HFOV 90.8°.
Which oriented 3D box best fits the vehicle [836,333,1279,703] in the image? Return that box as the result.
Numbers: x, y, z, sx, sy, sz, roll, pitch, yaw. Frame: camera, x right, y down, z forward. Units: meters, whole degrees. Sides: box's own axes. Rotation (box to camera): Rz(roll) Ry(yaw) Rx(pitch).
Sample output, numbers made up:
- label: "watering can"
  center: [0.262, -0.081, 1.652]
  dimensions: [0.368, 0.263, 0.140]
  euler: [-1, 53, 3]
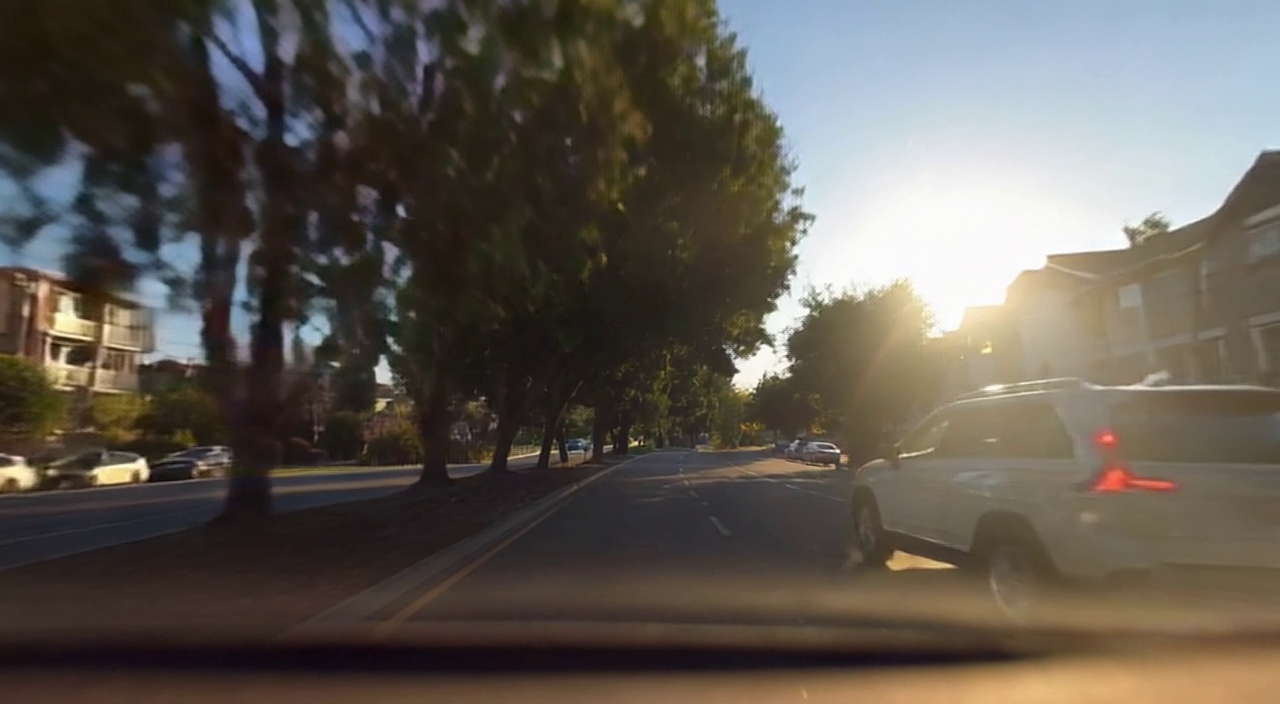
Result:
- label: "vehicle"
  center: [3.489, 1.146, 5.166]
  dimensions: [2.215, 1.812, 4.569]
  euler: [0, -8, -1]

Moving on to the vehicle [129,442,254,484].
- label: "vehicle"
  center: [-18.684, 4.671, 26.636]
  dimensions: [1.908, 1.500, 4.470]
  euler: [-3, -10, 2]

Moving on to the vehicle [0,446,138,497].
- label: "vehicle"
  center: [-19.071, 3.823, 20.551]
  dimensions: [1.829, 1.452, 4.562]
  euler: [-2, -9, -1]
